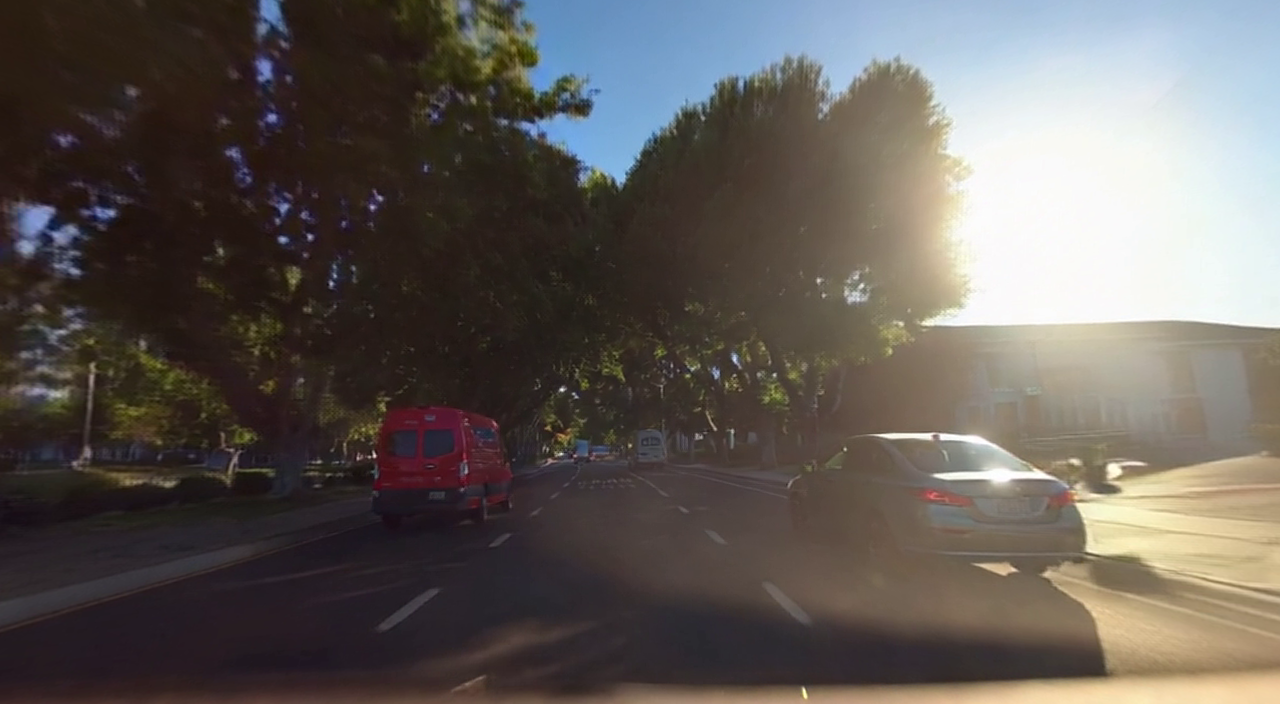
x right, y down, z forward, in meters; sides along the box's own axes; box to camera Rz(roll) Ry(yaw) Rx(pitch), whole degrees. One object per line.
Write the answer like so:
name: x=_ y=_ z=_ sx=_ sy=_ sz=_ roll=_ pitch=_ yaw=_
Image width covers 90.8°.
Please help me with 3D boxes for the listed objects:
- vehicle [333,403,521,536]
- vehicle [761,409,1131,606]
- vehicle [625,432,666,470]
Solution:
vehicle: x=-4.041 y=2.330 z=13.054 sx=2.420 sy=2.227 sz=4.499 roll=0 pitch=-9 yaw=-2
vehicle: x=3.078 y=1.689 z=7.789 sx=2.087 sy=1.658 sz=4.612 roll=0 pitch=-9 yaw=-2
vehicle: x=0.319 y=7.080 z=45.299 sx=2.397 sy=2.566 sz=5.324 roll=1 pitch=-9 yaw=-6
